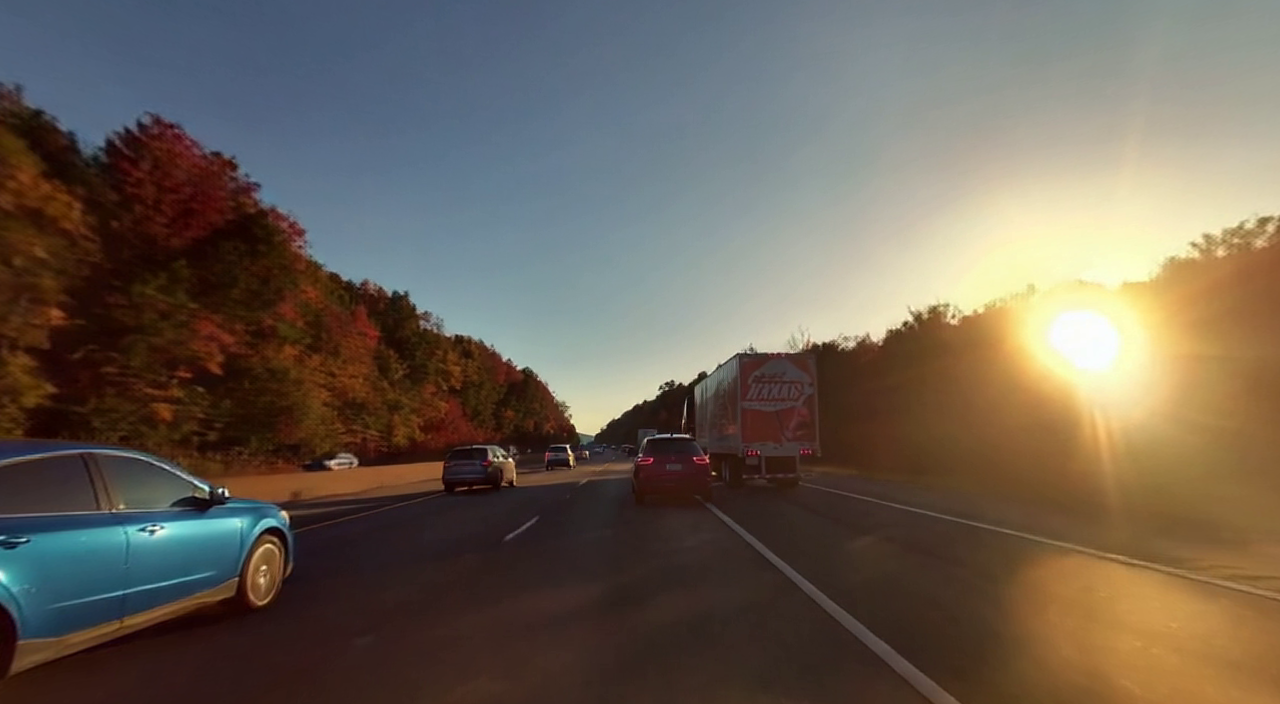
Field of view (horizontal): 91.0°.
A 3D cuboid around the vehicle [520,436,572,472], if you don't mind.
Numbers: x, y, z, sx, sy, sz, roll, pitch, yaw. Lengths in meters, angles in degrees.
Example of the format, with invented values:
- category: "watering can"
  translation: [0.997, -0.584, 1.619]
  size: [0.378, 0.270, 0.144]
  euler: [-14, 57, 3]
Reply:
- category: "vehicle"
  translation: [-4.760, 5.211, 32.397]
  size: [2.014, 1.683, 4.275]
  euler: [0, -8, 0]

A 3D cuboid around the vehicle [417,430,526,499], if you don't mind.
- category: "vehicle"
  translation: [-4.375, 2.966, 17.023]
  size: [1.905, 1.642, 3.803]
  euler: [0, -8, 0]

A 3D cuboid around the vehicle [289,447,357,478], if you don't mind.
- category: "vehicle"
  translation: [-18.905, 6.588, 37.765]
  size: [1.873, 1.674, 4.333]
  euler: [0, -8, -1]

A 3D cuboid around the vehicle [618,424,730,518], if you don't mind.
- category: "vehicle"
  translation: [0.577, 2.404, 13.168]
  size: [2.017, 1.662, 3.543]
  euler: [0, -8, -1]

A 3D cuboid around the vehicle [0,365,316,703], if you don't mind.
- category: "vehicle"
  translation: [-4.094, 1.003, 3.710]
  size: [1.983, 1.666, 4.452]
  euler: [0, -8, 0]

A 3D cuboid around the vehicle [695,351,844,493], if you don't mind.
- category: "vehicle"
  translation: [4.329, 3.000, 25.259]
  size: [2.828, 4.081, 14.220]
  euler: [0, -8, -1]
